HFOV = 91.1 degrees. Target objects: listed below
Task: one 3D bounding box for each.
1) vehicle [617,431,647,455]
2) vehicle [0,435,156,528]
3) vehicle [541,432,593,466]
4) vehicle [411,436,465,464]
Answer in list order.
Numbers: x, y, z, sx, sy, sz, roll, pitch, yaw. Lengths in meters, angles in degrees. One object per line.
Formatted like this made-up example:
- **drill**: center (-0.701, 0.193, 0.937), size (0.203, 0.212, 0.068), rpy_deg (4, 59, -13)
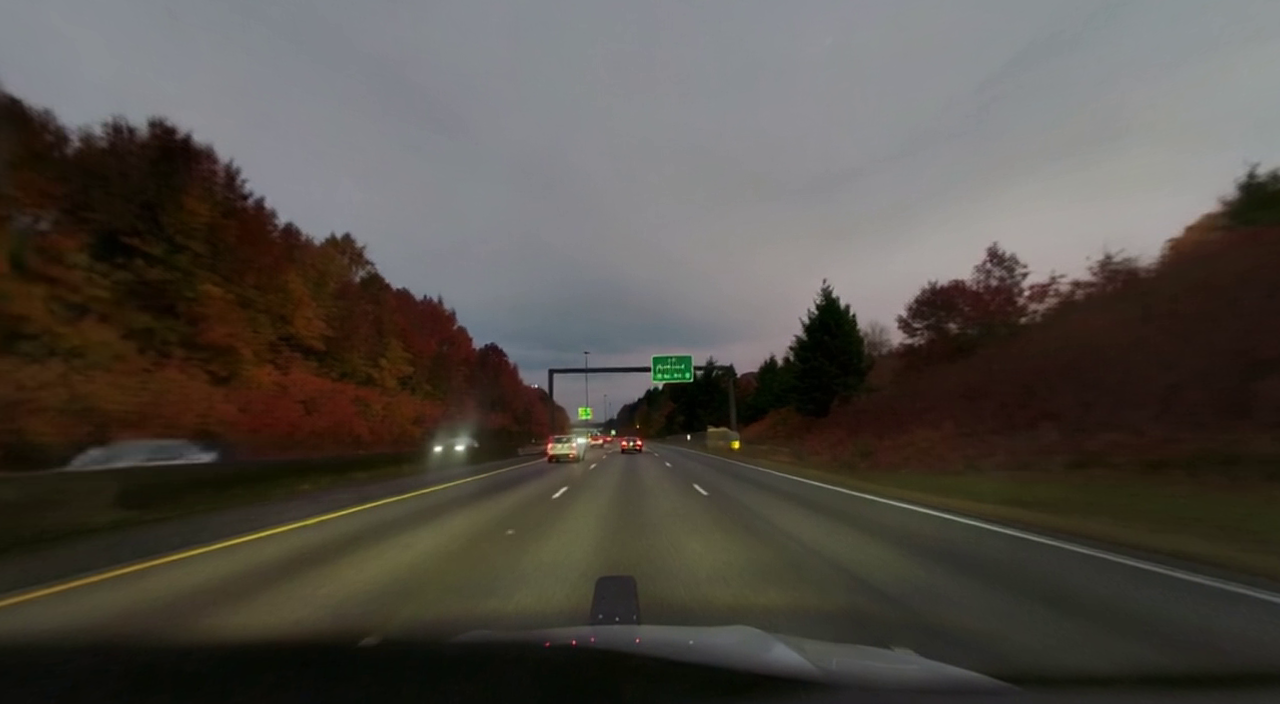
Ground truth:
- **vehicle**: center (-0.548, 6.544, 45.176), size (2.054, 1.609, 3.859), rpy_deg (0, -8, -1)
- **vehicle**: center (-11.728, 2.366, 11.894), size (1.872, 1.550, 4.089), rpy_deg (0, -8, 0)
- **vehicle**: center (-3.469, 4.679, 30.578), size (1.989, 1.497, 4.645), rpy_deg (0, -8, 0)
- **vehicle**: center (-12.173, 5.913, 38.201), size (1.888, 1.556, 4.136), rpy_deg (0, -8, 0)
